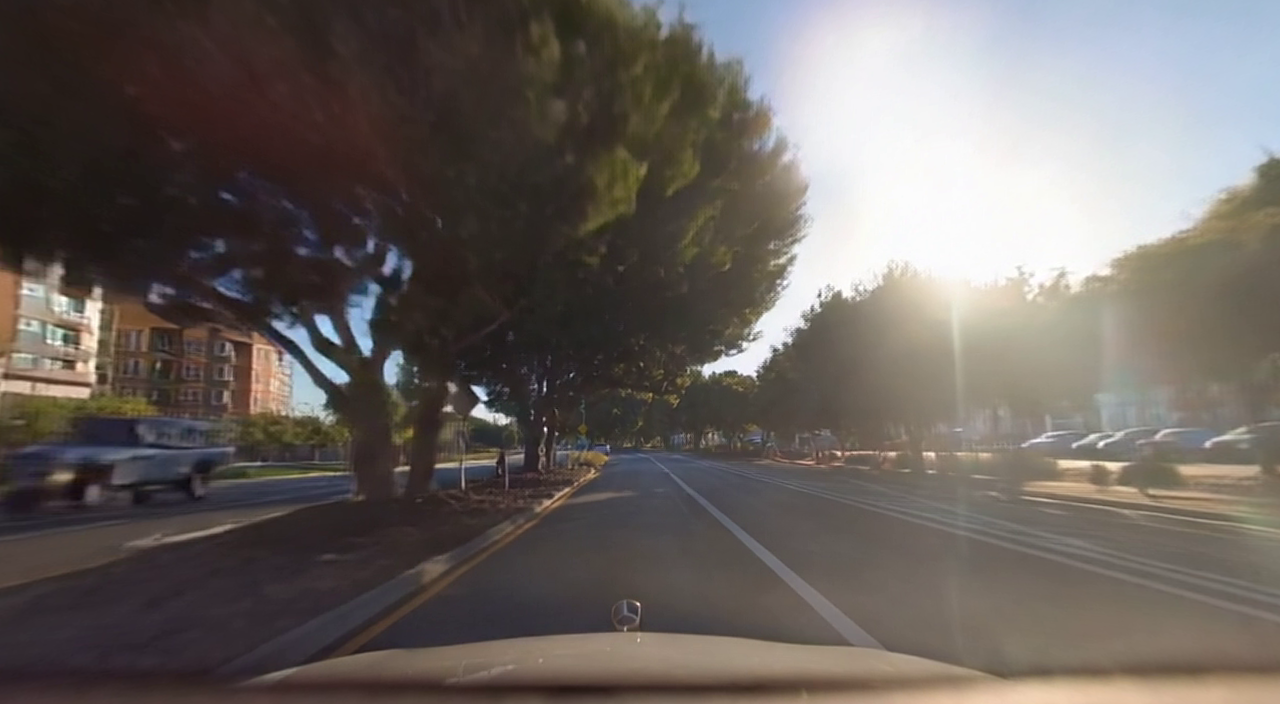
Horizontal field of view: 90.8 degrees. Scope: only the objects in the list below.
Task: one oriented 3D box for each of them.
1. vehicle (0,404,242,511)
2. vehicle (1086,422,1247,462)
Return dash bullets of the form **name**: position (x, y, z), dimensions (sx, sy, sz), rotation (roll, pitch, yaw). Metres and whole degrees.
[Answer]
- **vehicle**: position (-15.845, 3.230, 19.724), dimensions (2.725, 2.768, 6.120), rotation (-1, -9, 0)
- **vehicle**: position (21.987, 3.806, 26.589), dimensions (4.739, 1.569, 2.097), rotation (-1, -9, 4)
